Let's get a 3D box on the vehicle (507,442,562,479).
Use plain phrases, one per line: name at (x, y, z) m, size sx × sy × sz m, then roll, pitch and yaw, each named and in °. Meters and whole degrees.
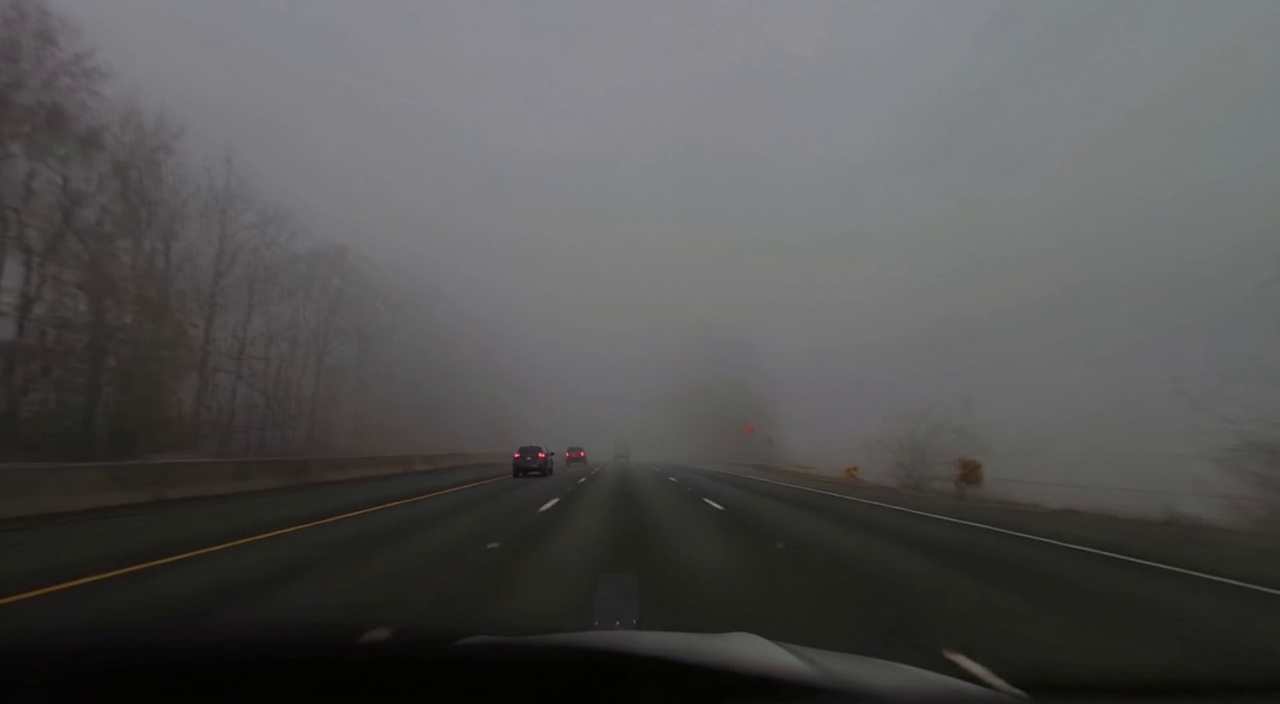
vehicle at (-5.300, 5.500, 32.021) m, size 2.151 × 1.693 × 4.201 m, roll 0°, pitch -9°, yaw -1°
